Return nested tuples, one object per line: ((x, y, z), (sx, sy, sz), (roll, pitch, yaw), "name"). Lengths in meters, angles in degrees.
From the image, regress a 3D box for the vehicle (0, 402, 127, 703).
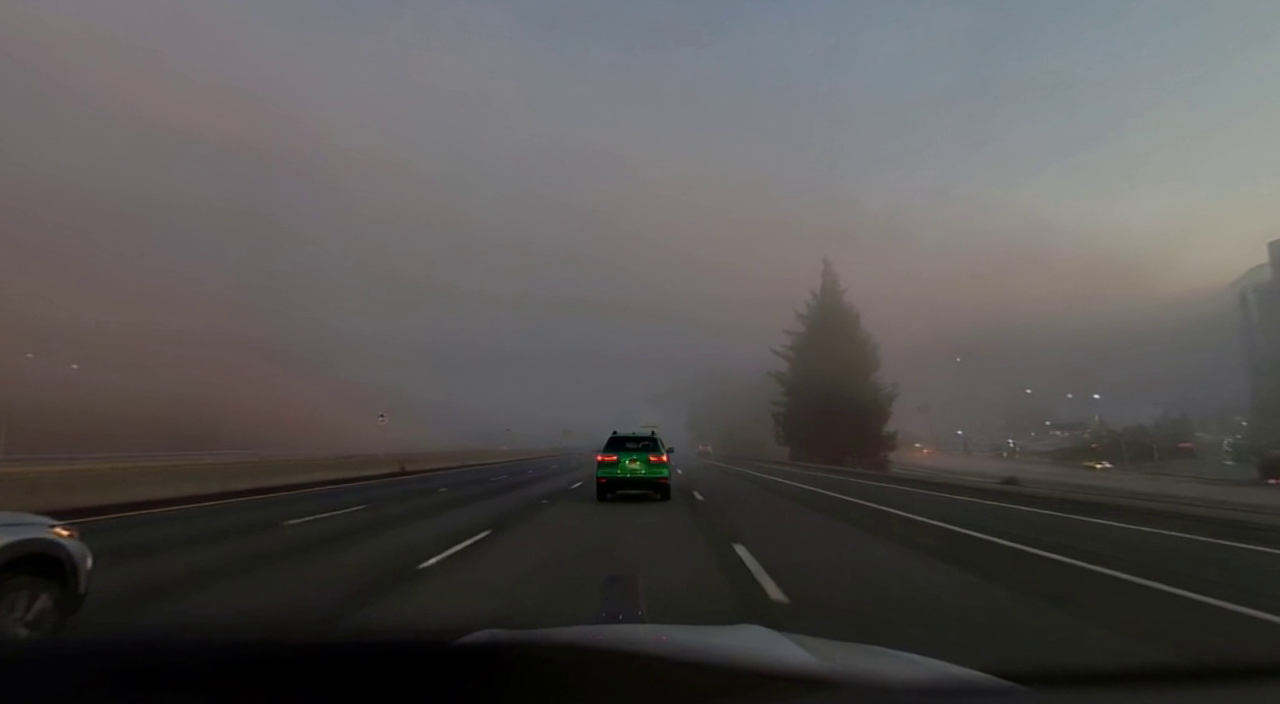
((-4.258, 0.793, 1.759), (1.969, 1.520, 4.190), (0, -9, 2), "vehicle")

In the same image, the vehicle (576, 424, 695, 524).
((-0.002, 2.502, 13.458), (2.111, 1.742, 4.315), (0, -9, 2), "vehicle")
